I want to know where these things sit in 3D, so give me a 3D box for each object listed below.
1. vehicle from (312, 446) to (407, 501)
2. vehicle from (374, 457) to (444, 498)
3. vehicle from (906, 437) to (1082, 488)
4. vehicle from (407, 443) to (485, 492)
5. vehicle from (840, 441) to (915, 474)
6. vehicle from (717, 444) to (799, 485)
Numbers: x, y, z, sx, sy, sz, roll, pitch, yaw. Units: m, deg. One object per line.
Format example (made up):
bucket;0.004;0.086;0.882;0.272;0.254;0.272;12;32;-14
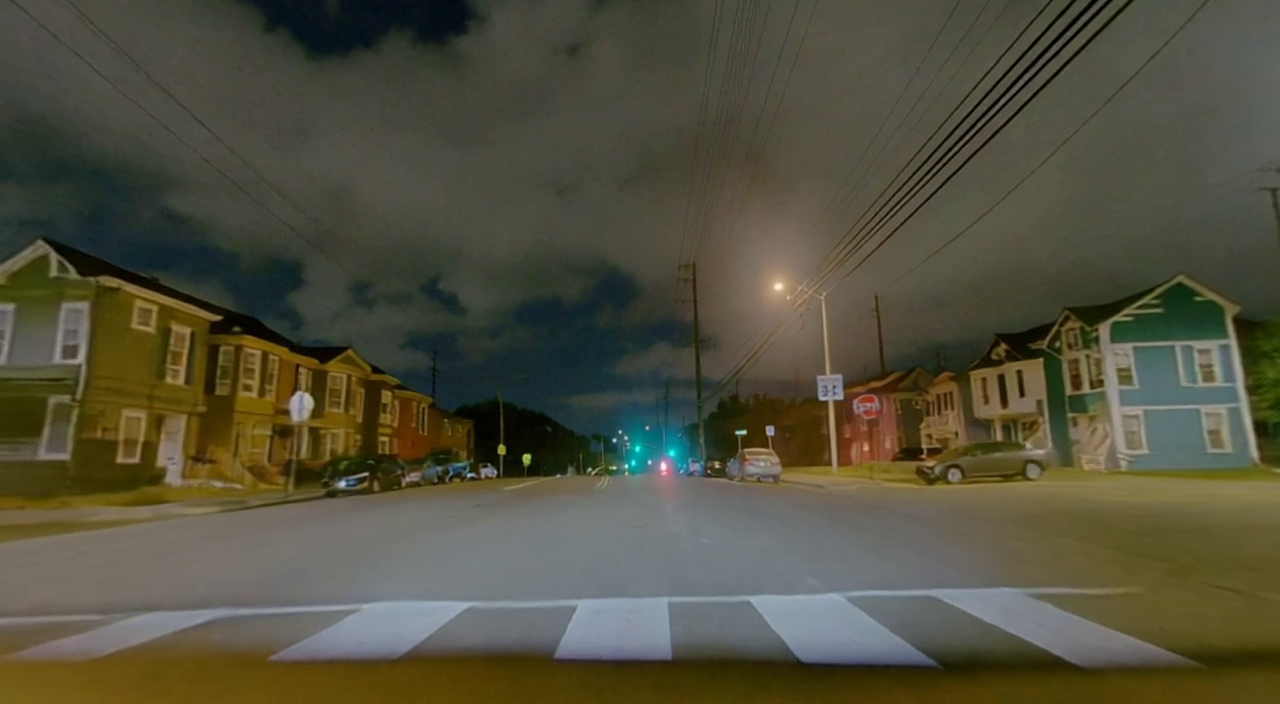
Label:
vehicle;-10.398;4.582;23.754;1.900;1.683;4.486;-4;-11;-6
vehicle;-10.668;5.805;29.523;1.826;1.455;4.475;-6;-8;-5
vehicle;10.681;3.311;19.241;4.336;1.424;1.954;1;-9;-11
vehicle;-10.746;6.439;35.667;2.687;2.491;5.936;0;-8;-2
vehicle;12.744;5.655;33.869;3.545;1.448;2.041;-5;-4;24
vehicle;4.686;4.541;25.948;2.059;1.502;4.824;1;-9;-5
